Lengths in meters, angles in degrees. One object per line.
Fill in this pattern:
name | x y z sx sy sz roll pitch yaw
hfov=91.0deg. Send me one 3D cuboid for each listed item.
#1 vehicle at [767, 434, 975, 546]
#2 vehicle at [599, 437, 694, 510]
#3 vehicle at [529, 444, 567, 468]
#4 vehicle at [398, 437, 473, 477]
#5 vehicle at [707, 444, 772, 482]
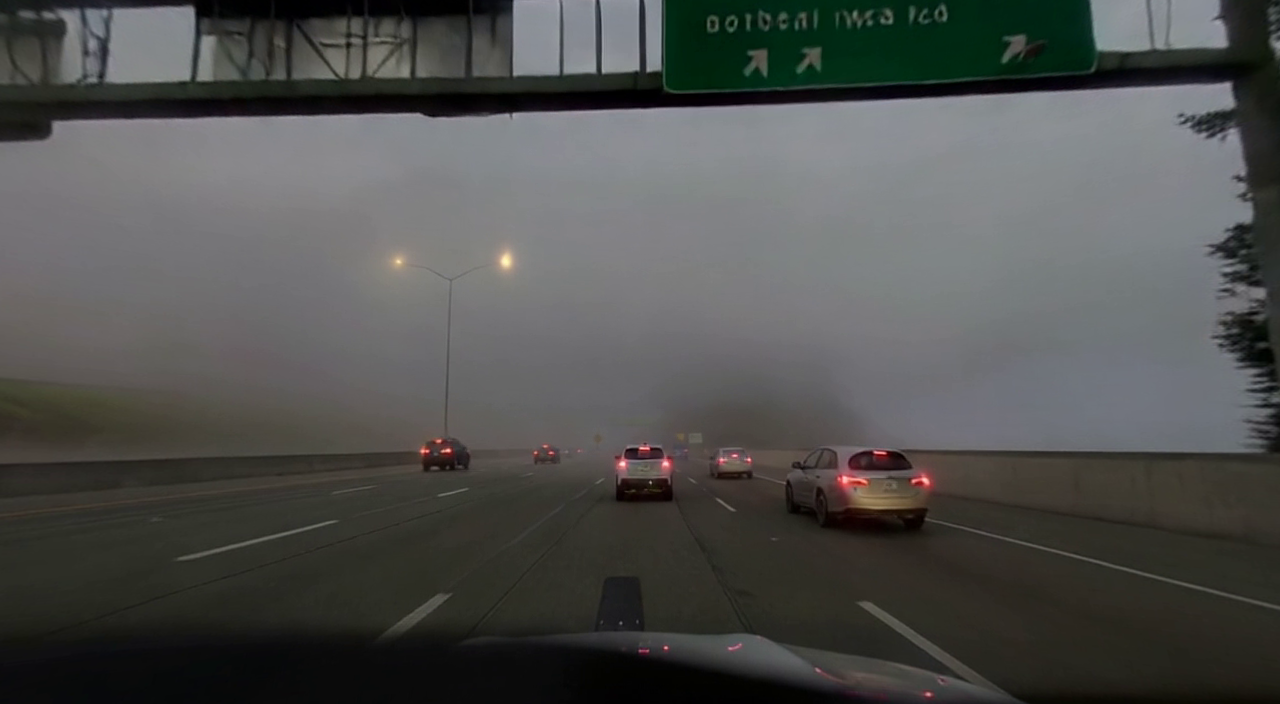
vehicle | 3.617 2.223 10.791 2.044 1.523 3.947 0 -9 0
vehicle | 0.152 2.904 15.513 2.044 1.554 3.824 0 -9 0
vehicle | -6.382 7.250 44.088 2.014 1.587 4.265 0 -9 0
vehicle | -10.024 5.169 31.331 1.978 1.821 4.975 0 -9 1
vehicle | 4.196 4.758 27.299 2.002 1.499 4.710 0 -9 -1
